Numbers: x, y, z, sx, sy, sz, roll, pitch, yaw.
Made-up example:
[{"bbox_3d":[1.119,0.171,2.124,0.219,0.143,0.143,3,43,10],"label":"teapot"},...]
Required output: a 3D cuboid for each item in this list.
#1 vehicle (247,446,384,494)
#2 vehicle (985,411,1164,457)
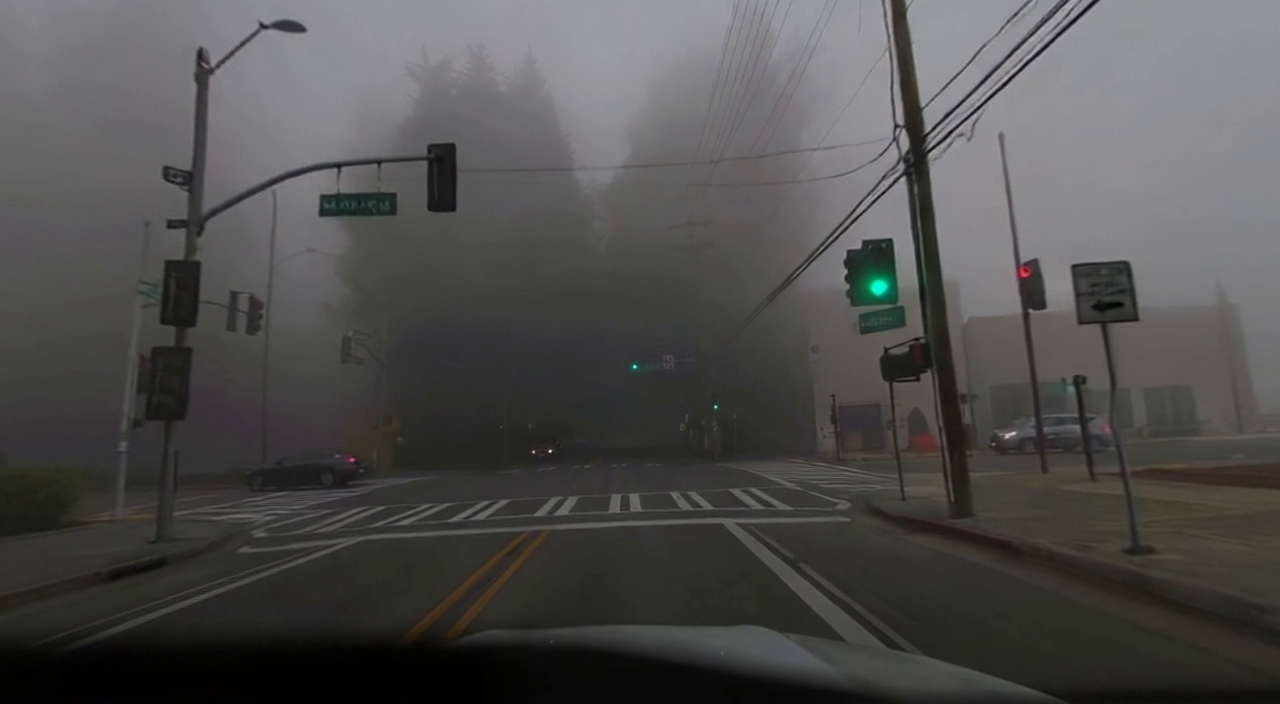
[{"bbox_3d":[-12.299,4.396,23.958,4.624,1.478,2.118,-4,-4,23],"label":"vehicle"},{"bbox_3d":[14.543,2.776,21.335,4.632,1.484,1.907,0,-8,-2],"label":"vehicle"}]
